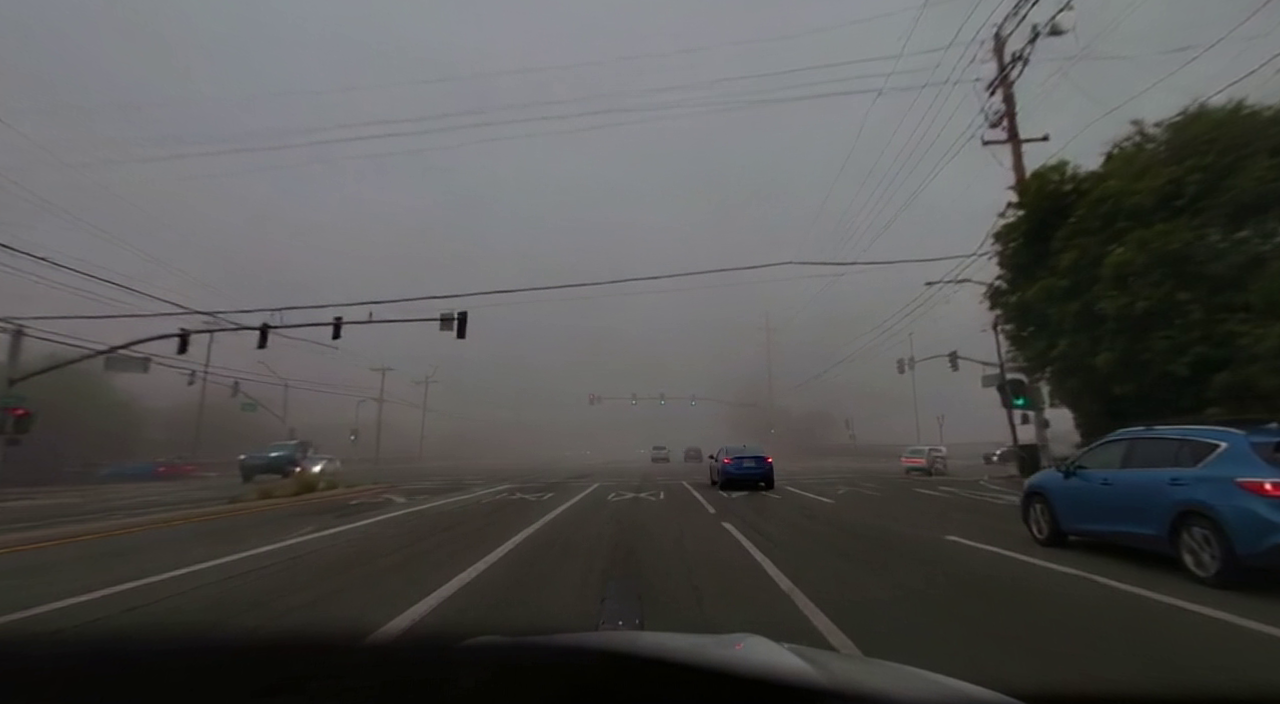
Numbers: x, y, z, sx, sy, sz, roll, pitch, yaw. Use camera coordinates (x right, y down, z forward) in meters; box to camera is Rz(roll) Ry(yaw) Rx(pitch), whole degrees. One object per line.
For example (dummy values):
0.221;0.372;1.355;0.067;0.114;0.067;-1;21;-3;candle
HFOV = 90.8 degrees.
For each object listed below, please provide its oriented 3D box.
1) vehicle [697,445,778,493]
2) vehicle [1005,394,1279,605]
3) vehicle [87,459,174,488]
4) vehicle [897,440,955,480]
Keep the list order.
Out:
3.212;3.944;21.727;2.035;1.460;4.392;0;-8;-1;vehicle
6.539;1.543;7.280;2.029;1.795;4.371;0;-8;0;vehicle
-37.144;8.866;46.131;4.650;1.672;2.119;-4;-8;1;vehicle
13.704;5.157;30.462;1.949;1.758;4.215;-3;-9;17;vehicle
